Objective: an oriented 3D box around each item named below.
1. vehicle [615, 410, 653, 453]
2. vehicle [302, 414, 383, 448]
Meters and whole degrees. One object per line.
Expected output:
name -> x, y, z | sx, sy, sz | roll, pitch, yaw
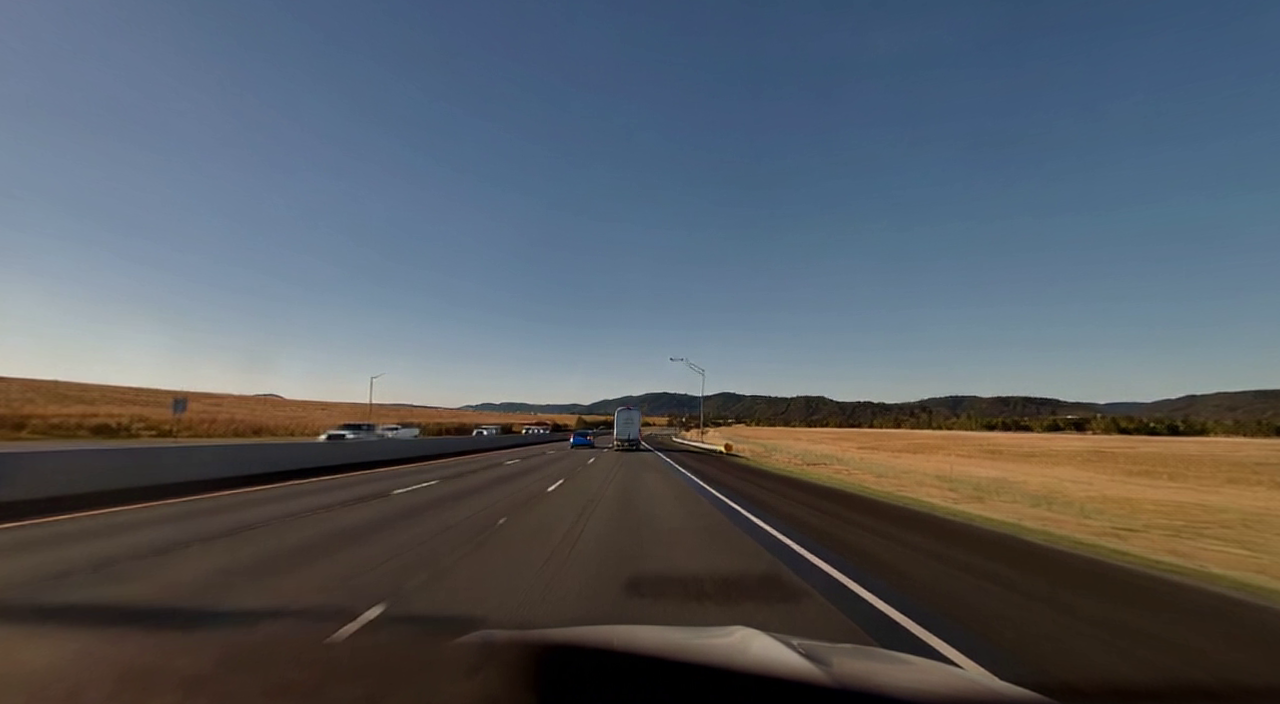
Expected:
vehicle -> -0.522, 5.526, 43.544 | 2.418, 2.704, 6.445 | 0, -8, -2
vehicle -> -16.536, 4.473, 35.269 | 2.019, 1.739, 5.123 | 0, -8, 0
